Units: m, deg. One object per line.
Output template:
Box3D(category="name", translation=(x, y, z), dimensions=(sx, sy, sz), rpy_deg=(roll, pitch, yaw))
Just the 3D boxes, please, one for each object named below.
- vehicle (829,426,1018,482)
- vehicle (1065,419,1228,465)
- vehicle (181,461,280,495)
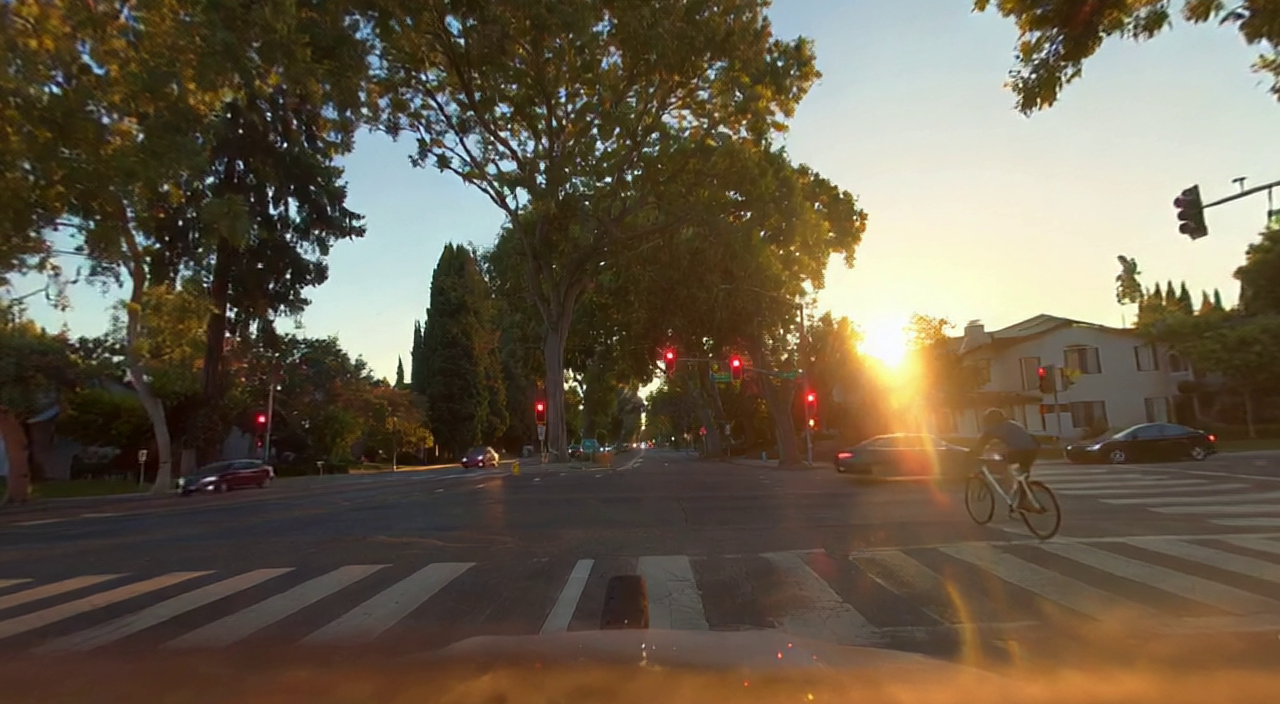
Box3D(category="vehicle", translation=(8.097, 3.004, 18.564), dimensions=(4.749, 1.496, 2.017), rpy_deg=(-3, -9, 15))
Box3D(category="vehicle", translation=(17.344, 3.100, 21.758), dimensions=(3.969, 1.493, 1.823), rpy_deg=(0, -9, 1))
Box3D(category="vehicle", translation=(-19.324, 5.934, 30.004), dimensions=(1.810, 1.393, 4.423), rpy_deg=(0, -9, -1))
